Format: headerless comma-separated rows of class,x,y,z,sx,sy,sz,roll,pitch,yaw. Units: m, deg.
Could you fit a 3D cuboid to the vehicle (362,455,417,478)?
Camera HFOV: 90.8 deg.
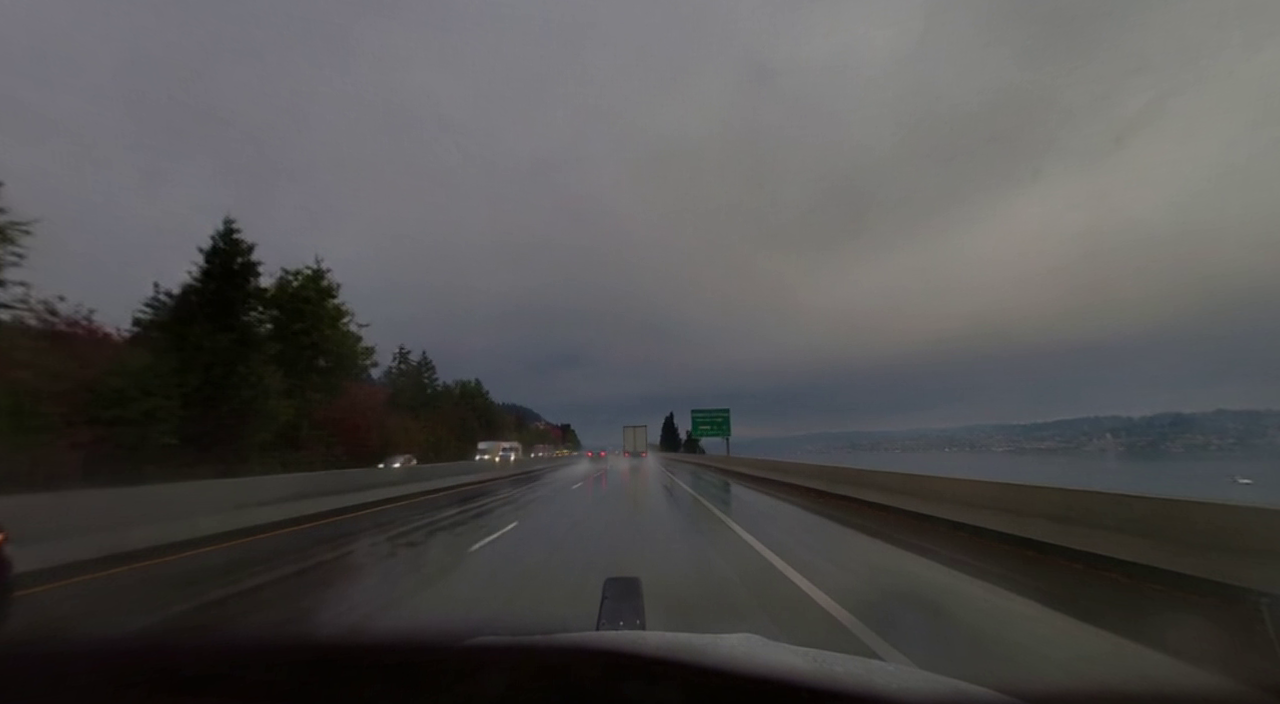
vehicle,-17.033,7.795,43.149,1.883,1.473,4.534,0,-9,0

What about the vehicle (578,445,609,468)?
vehicle,-3.592,8.183,49.577,2.081,1.682,4.425,0,-9,0
